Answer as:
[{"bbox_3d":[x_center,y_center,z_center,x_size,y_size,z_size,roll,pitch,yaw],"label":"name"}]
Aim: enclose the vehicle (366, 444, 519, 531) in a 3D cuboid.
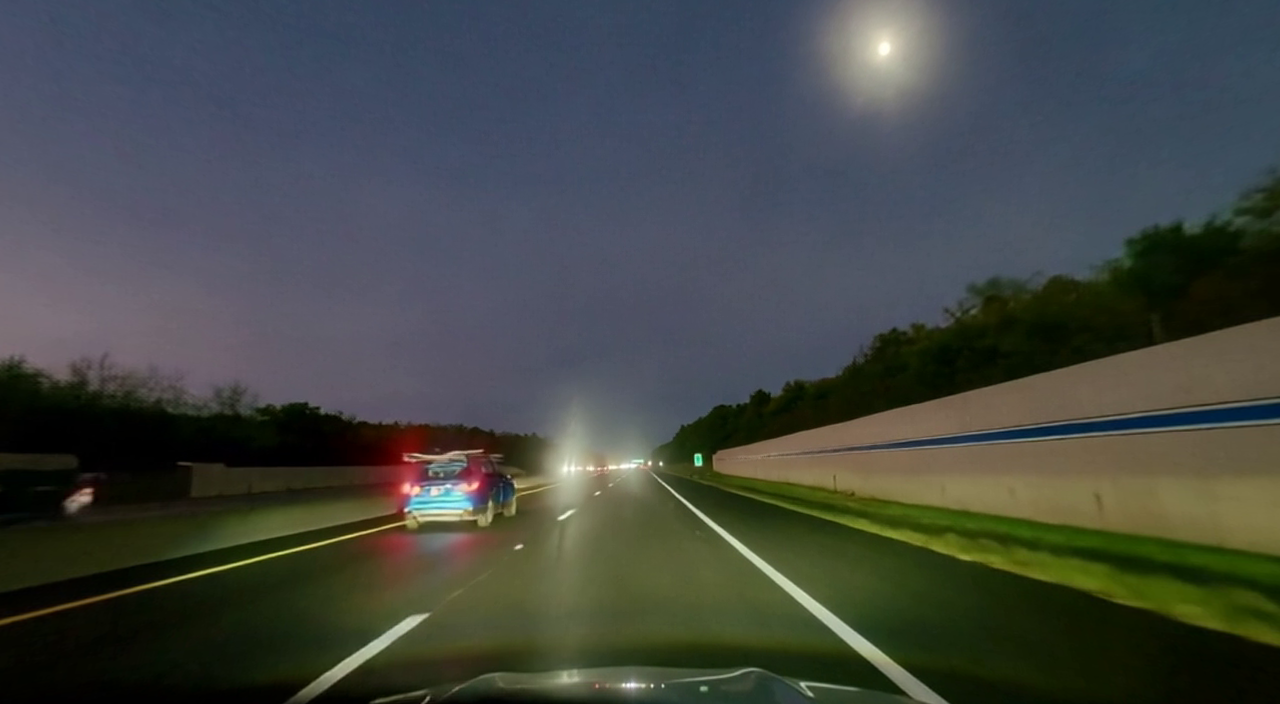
[{"bbox_3d":[-4.254,3.029,14.422,2.022,1.650,4.331,0,-10,1],"label":"vehicle"}]
